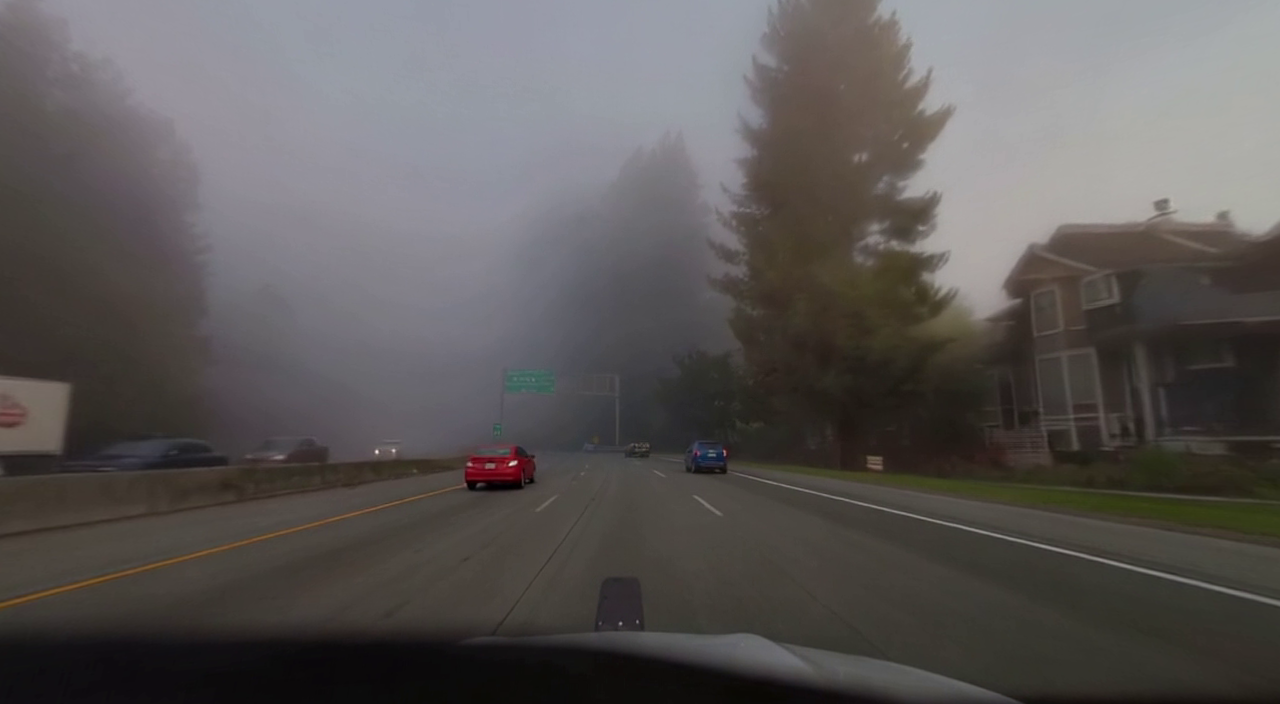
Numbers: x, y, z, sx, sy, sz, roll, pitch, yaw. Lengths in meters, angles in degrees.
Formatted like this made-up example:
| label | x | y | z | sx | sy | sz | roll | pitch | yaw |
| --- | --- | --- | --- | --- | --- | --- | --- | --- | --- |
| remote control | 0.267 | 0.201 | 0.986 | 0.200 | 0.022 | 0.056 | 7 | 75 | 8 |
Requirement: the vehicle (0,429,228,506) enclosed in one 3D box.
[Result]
| label | x | y | z | sx | sy | sz | roll | pitch | yaw |
| --- | --- | --- | --- | --- | --- | --- | --- | --- | --- |
| vehicle | -12.128 | 2.536 | 14.291 | 2.295 | 1.425 | 4.766 | 0 | -9 | 1 |

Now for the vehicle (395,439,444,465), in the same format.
| label | x | y | z | sx | sy | sz | roll | pitch | yaw |
| --- | --- | --- | --- | --- | --- | --- | --- | --- | --- |
| vehicle | -13.121 | 5.994 | 37.737 | 1.639 | 1.454 | 3.672 | 0 | -9 | -1 |

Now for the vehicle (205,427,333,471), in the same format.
| label | x | y | z | sx | sy | sz | roll | pitch | yaw |
| --- | --- | --- | --- | --- | --- | --- | --- | --- | --- |
| vehicle | -16.676 | 4.421 | 28.791 | 2.316 | 1.817 | 5.908 | 0 | -9 | -1 |

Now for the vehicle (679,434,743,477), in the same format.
| label | x | y | z | sx | sy | sz | roll | pitch | yaw |
| --- | --- | --- | --- | --- | --- | --- | --- | --- | --- |
| vehicle | 2.916 | 4.386 | 26.879 | 2.092 | 1.686 | 4.188 | 0 | -9 | -2 |

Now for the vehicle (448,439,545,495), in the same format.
| label | x | y | z | sx | sy | sz | roll | pitch | yaw |
| --- | --- | --- | --- | --- | --- | --- | --- | --- | --- |
| vehicle | -4.272 | 3.479 | 19.457 | 2.036 | 1.528 | 4.400 | 0 | -9 | -1 |
